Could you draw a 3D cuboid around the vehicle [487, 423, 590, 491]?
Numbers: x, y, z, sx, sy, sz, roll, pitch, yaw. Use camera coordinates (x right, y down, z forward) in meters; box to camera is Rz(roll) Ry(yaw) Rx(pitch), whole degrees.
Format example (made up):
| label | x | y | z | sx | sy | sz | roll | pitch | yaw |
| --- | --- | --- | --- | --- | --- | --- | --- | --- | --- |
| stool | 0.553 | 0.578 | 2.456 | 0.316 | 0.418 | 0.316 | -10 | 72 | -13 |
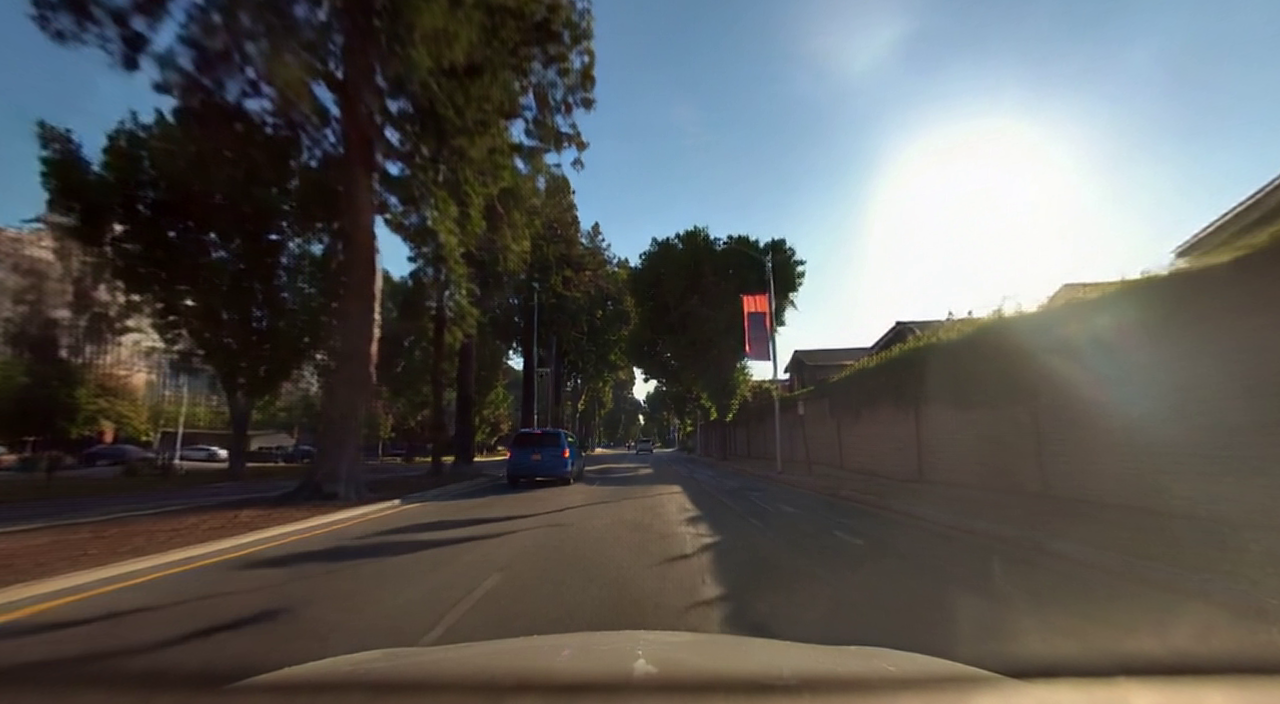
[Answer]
| label | x | y | z | sx | sy | sz | roll | pitch | yaw |
| --- | --- | --- | --- | --- | --- | --- | --- | --- | --- |
| vehicle | -2.969 | 3.225 | 19.614 | 2.281 | 1.837 | 4.845 | 0 | -8 | 1 |
